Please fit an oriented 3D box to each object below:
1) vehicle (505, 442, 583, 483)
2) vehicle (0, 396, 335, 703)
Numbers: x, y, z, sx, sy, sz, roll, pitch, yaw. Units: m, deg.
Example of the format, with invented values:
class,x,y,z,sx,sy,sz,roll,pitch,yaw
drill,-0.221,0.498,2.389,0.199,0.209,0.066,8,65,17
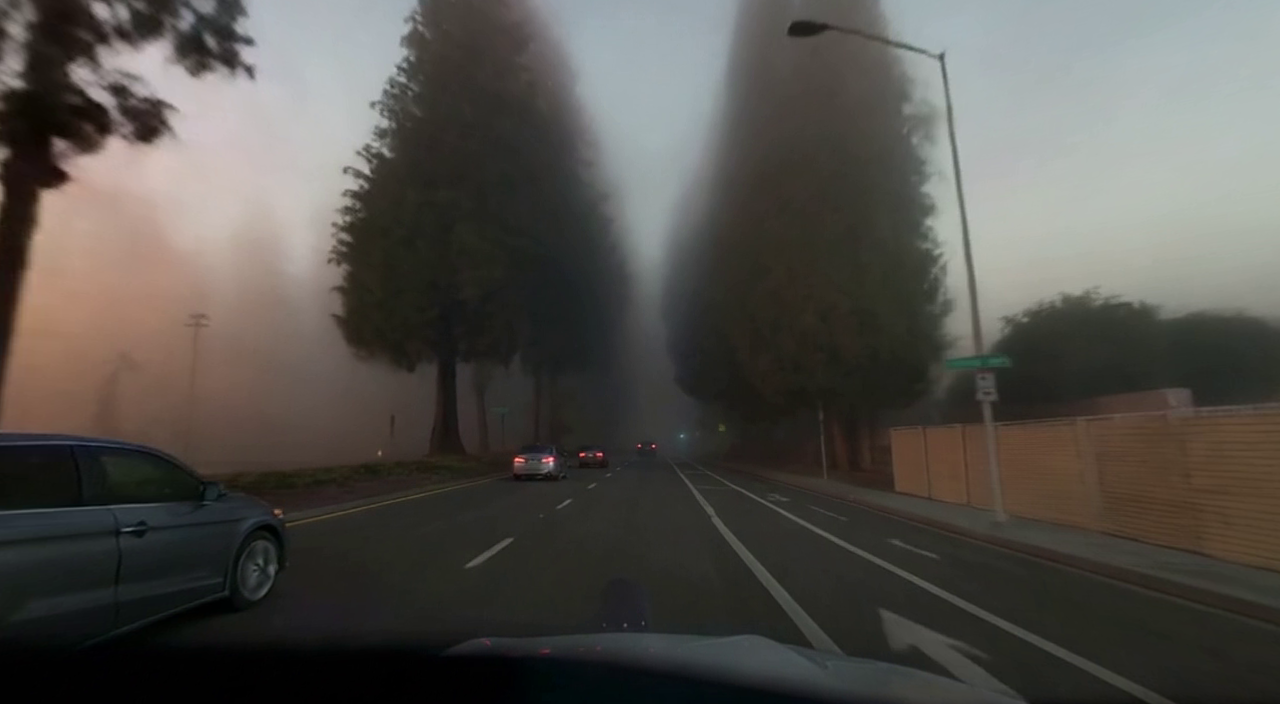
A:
class,x,y,z,sx,sy,sz,roll,pitch,yaw
vehicle,-3.704,4.355,25.245,2.188,1.473,4.651,0,-8,2
vehicle,-4.104,1.084,3.594,2.190,1.545,4.943,0,-8,1
